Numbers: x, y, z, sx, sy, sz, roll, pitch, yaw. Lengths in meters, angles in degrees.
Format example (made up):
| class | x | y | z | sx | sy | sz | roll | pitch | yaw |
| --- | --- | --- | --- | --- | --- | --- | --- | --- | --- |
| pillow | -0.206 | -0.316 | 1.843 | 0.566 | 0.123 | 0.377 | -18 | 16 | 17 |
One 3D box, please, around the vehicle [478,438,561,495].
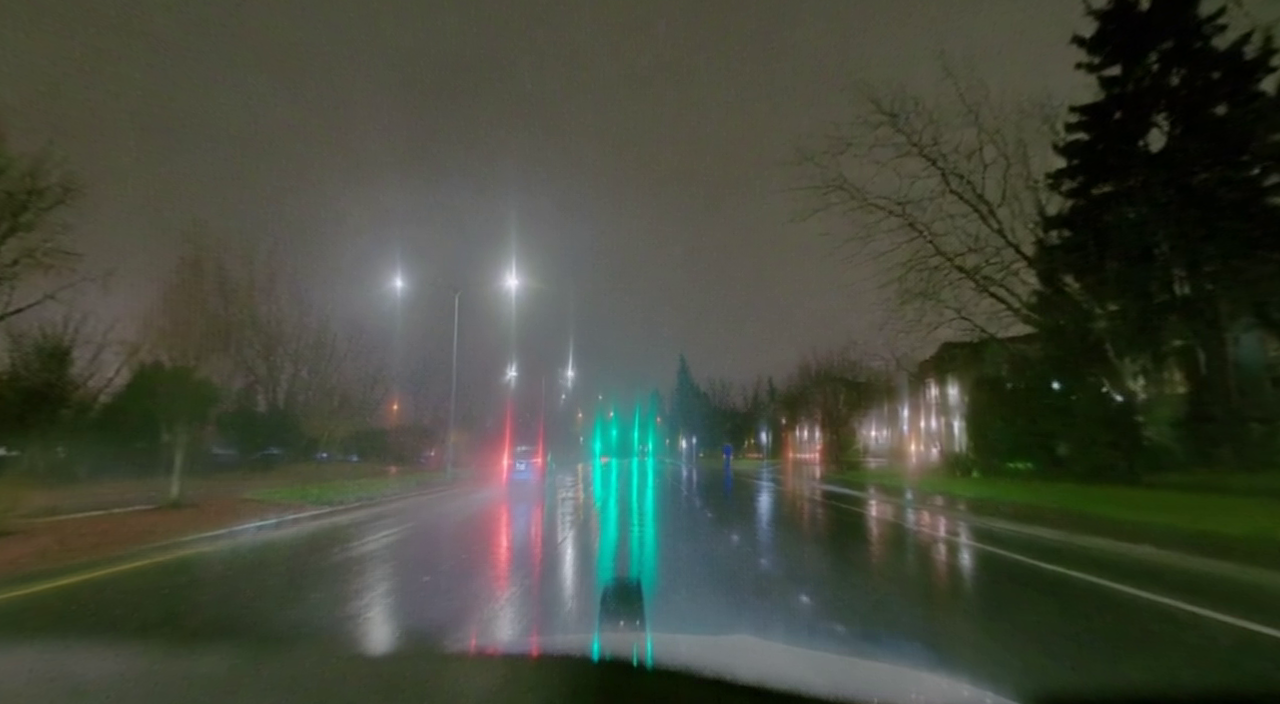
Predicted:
| class | x | y | z | sx | sy | sz | roll | pitch | yaw |
| --- | --- | --- | --- | --- | --- | --- | --- | --- | --- |
| vehicle | -4.014 | 3.880 | 21.841 | 1.993 | 1.733 | 4.262 | -1 | -9 | 1 |
